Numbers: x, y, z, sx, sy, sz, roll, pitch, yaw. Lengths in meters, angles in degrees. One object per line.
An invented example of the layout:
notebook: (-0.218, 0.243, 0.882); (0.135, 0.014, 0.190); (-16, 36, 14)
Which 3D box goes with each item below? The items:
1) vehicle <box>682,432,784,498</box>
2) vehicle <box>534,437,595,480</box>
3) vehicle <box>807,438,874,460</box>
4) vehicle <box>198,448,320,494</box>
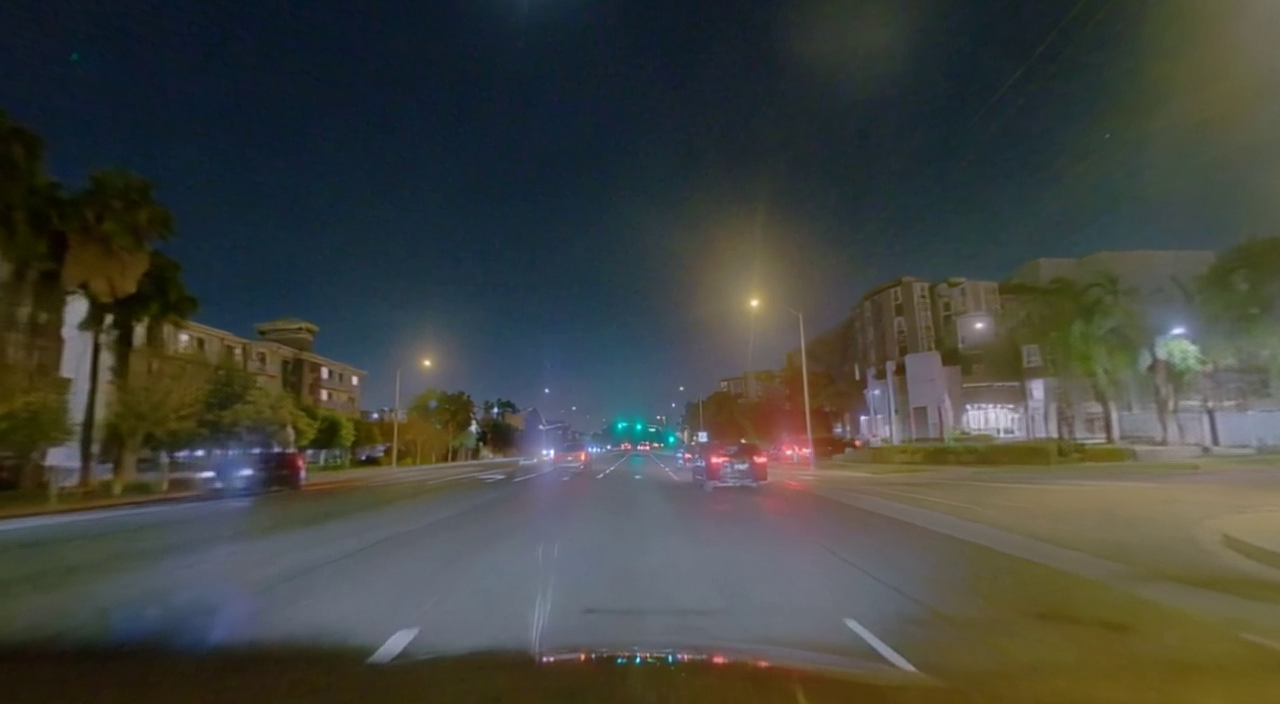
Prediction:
vehicle: (2.540, 3.232, 18.372); (2.084, 1.682, 4.148); (1, -8, -4)
vehicle: (-3.239, 4.695, 27.962); (2.084, 1.735, 4.528); (0, -8, 1)
vehicle: (15.269, 7.422, 48.087); (4.489, 1.557, 1.792); (-2, -9, 2)
vehicle: (-18.061, 5.620, 30.290); (2.221, 1.921, 5.743); (0, -8, 0)
